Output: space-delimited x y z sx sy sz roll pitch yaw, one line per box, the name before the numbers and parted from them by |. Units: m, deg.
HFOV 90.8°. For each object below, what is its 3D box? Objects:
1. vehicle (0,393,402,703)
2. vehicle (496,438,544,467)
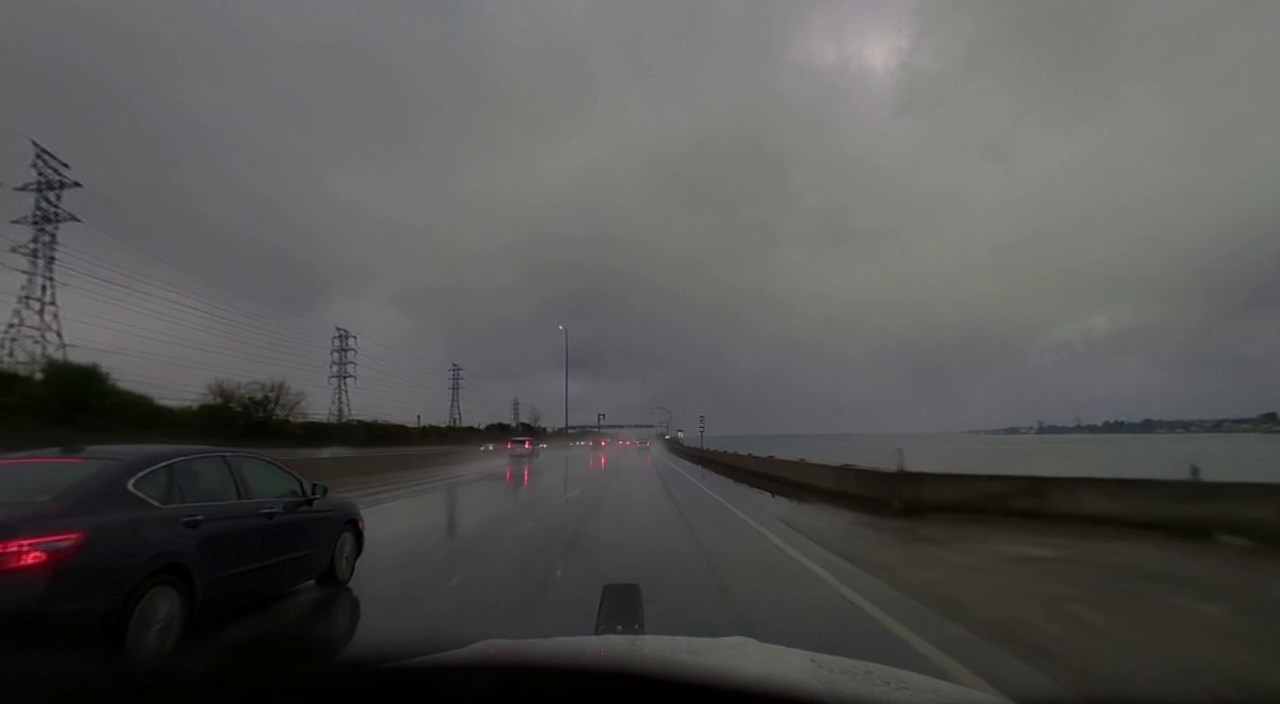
vehicle | -3.565 1.197 4.395 2.015 1.501 4.454 0 -8 1
vehicle | -7.382 6.247 39.328 2.050 1.717 4.418 0 -8 1
